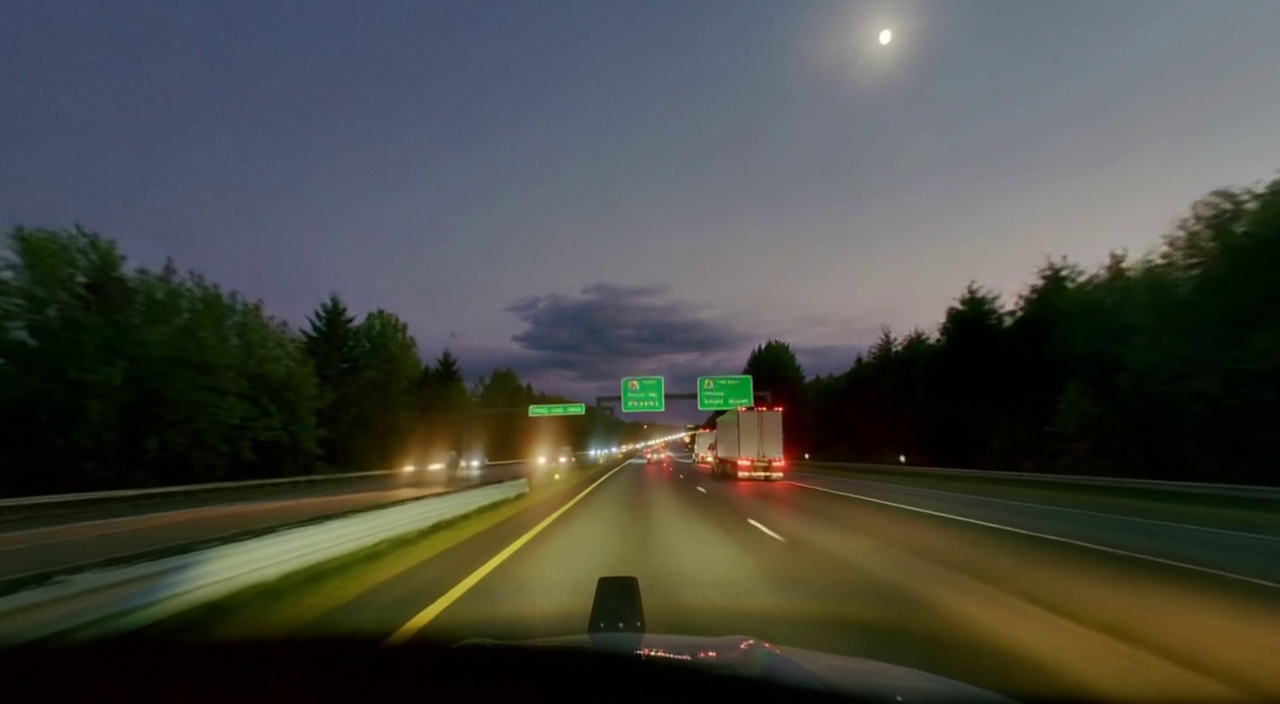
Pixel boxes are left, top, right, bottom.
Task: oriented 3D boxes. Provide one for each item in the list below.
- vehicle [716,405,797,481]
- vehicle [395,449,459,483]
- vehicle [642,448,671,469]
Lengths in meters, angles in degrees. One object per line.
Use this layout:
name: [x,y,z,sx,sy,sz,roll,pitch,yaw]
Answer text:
vehicle: [5.665,4.612,31.919,2.743,3.367,7.306,0,-9,1]
vehicle: [-12.955,6.937,38.688,2.050,1.910,4.994,0,-9,1]
vehicle: [1.181,7.868,46.663,2.049,1.500,3.790,0,-9,1]
